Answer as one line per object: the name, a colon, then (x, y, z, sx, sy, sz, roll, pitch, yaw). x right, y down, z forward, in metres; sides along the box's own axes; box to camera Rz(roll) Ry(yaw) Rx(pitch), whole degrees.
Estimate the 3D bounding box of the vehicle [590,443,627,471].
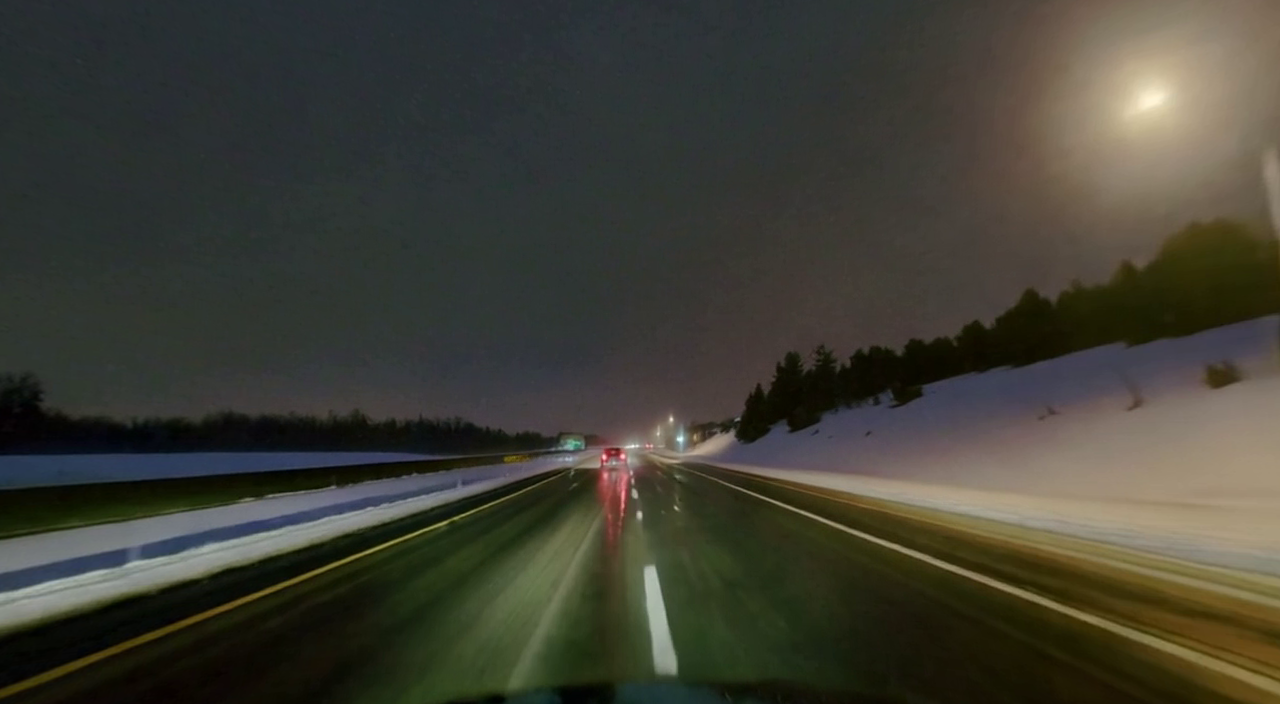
vehicle: (-1.738, 5.963, 36.049, 1.991, 1.475, 4.302, 0, -8, -1)
